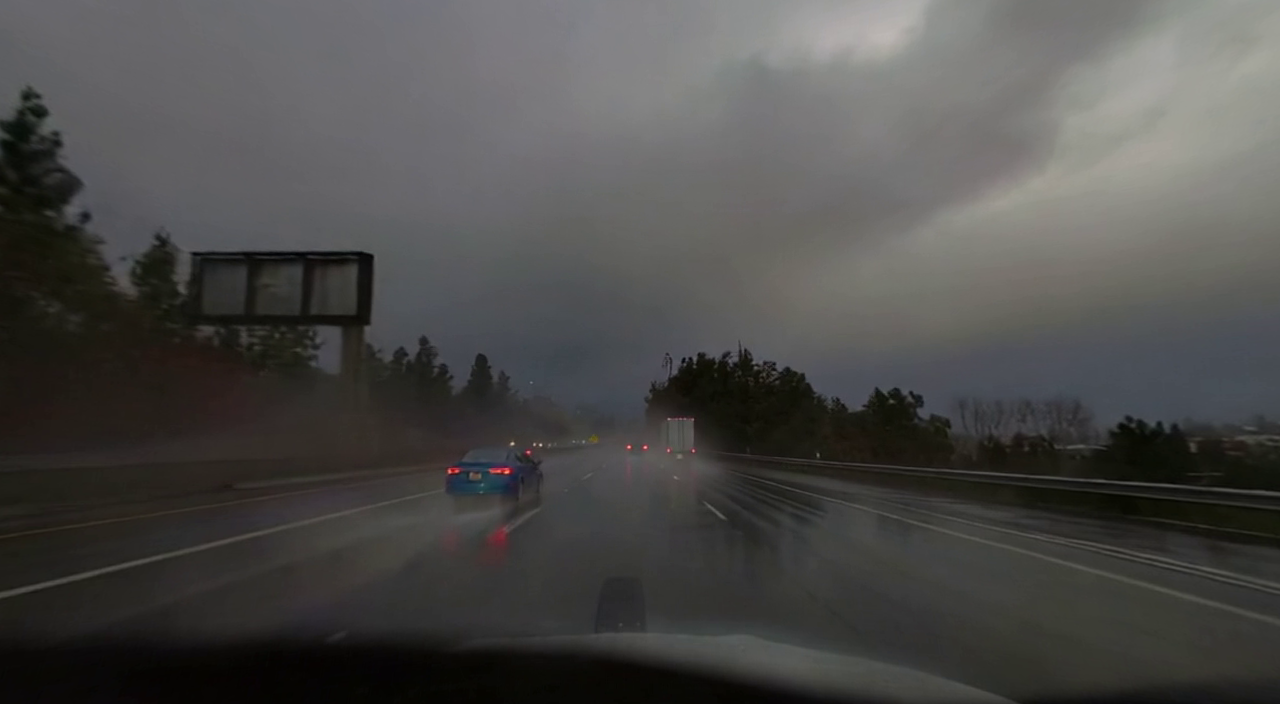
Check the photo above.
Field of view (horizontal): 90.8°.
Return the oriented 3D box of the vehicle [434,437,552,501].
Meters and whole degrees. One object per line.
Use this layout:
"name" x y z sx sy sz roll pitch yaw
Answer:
"vehicle" -3.770 3.096 17.090 2.090 1.487 4.276 0 -9 1
